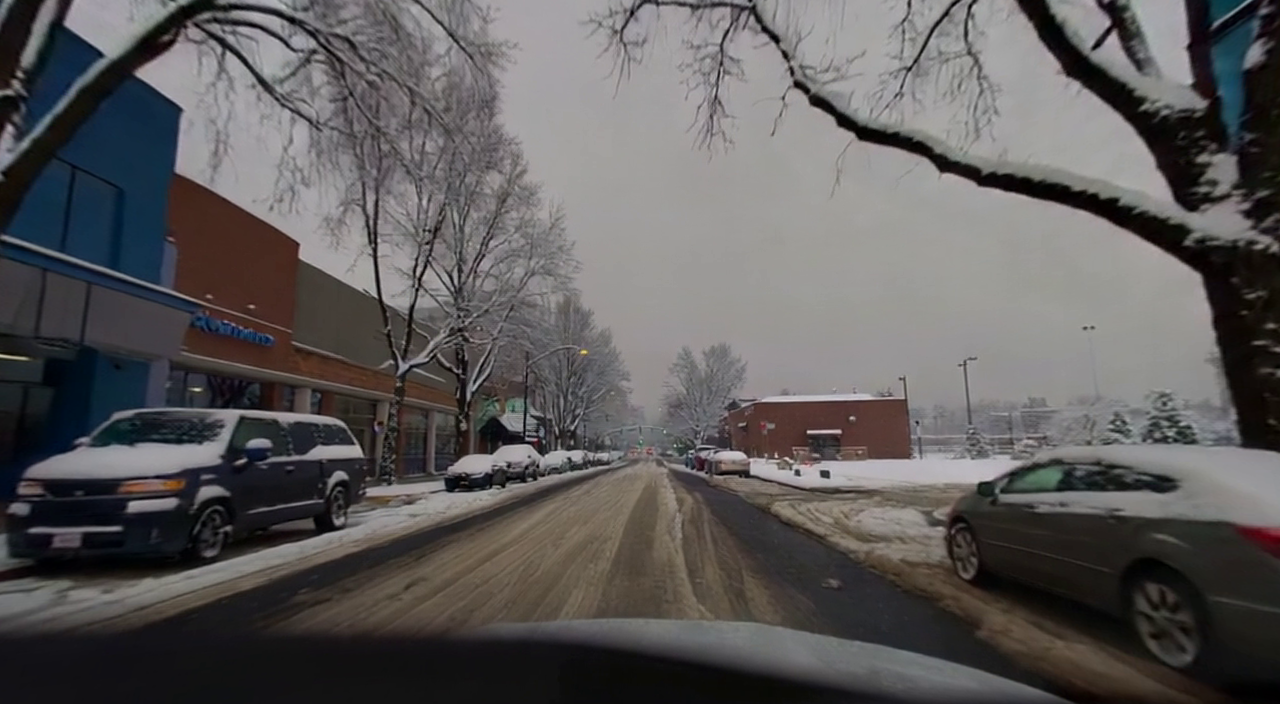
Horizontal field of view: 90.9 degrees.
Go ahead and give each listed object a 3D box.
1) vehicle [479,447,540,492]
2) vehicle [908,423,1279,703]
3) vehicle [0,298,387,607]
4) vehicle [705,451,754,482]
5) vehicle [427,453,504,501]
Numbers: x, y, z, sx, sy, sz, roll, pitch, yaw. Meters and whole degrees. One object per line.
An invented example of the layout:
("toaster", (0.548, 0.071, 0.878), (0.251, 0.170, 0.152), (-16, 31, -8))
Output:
("vehicle", (-6.456, 5.799, 31.668), (2.238, 1.891, 4.780), (-1, -7, -3))
("vehicle", (4.090, 1.362, 4.792), (2.091, 1.501, 4.245), (0, -9, -2))
("vehicle", (-6.829, 1.450, 10.002), (2.851, 3.375, 6.057), (0, -8, 2))
("vehicle", (4.753, 6.138, 34.098), (1.973, 1.494, 4.867), (0, -9, 0))
("vehicle", (-6.661, 4.786, 24.593), (1.917, 1.487, 4.659), (-2, -8, -3))
